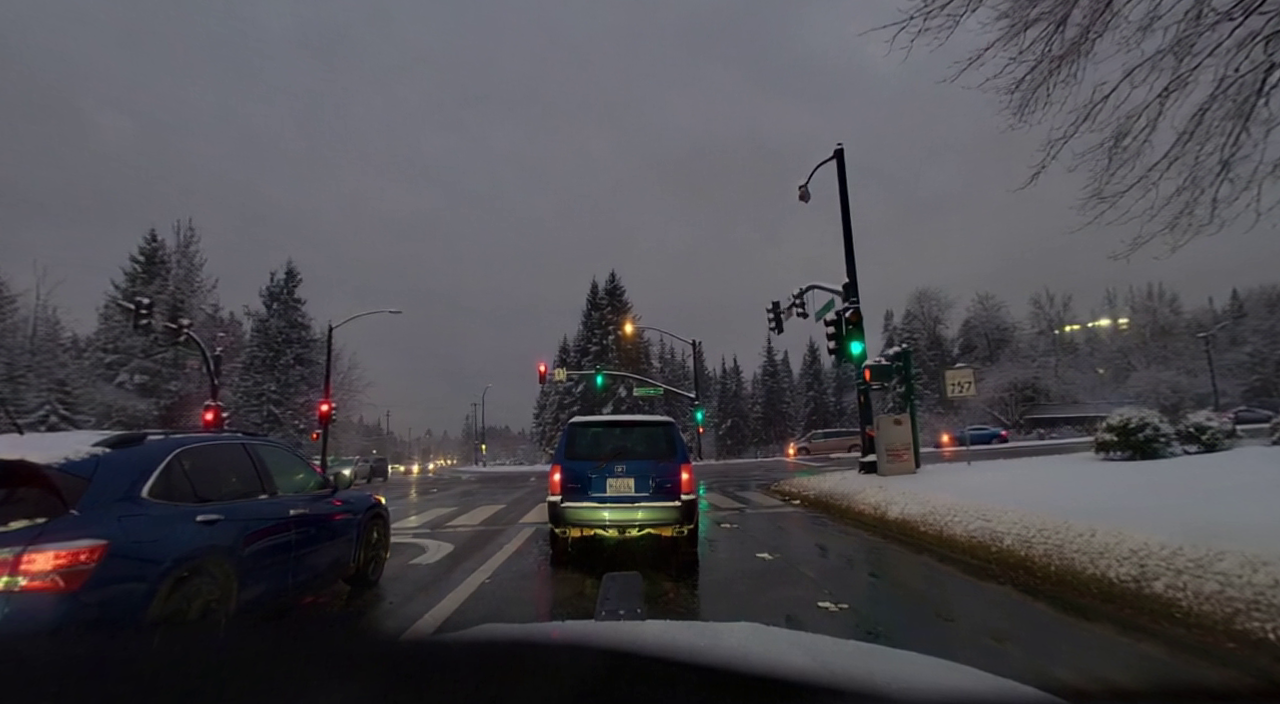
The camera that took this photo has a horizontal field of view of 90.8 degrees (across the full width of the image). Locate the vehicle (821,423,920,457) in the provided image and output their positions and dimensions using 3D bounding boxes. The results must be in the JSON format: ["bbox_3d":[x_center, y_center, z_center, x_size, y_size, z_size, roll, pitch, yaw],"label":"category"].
[{"bbox_3d":[12.796,4.902,35.107,4.872,1.806,2.107,3,-9,-20],"label":"vehicle"}]

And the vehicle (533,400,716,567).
[{"bbox_3d":[-0.181,1.799,9.342,2.059,1.877,4.249,0,-8,0],"label":"vehicle"}]

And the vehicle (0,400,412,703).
[{"bbox_3d":[-3.382,1.253,4.556,2.011,1.527,4.008,0,-8,-1],"label":"vehicle"}]

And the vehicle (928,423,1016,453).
[{"bbox_3d":[17.688,4.604,33.712,3.830,1.545,2.006,3,-9,-19],"label":"vehicle"}]
